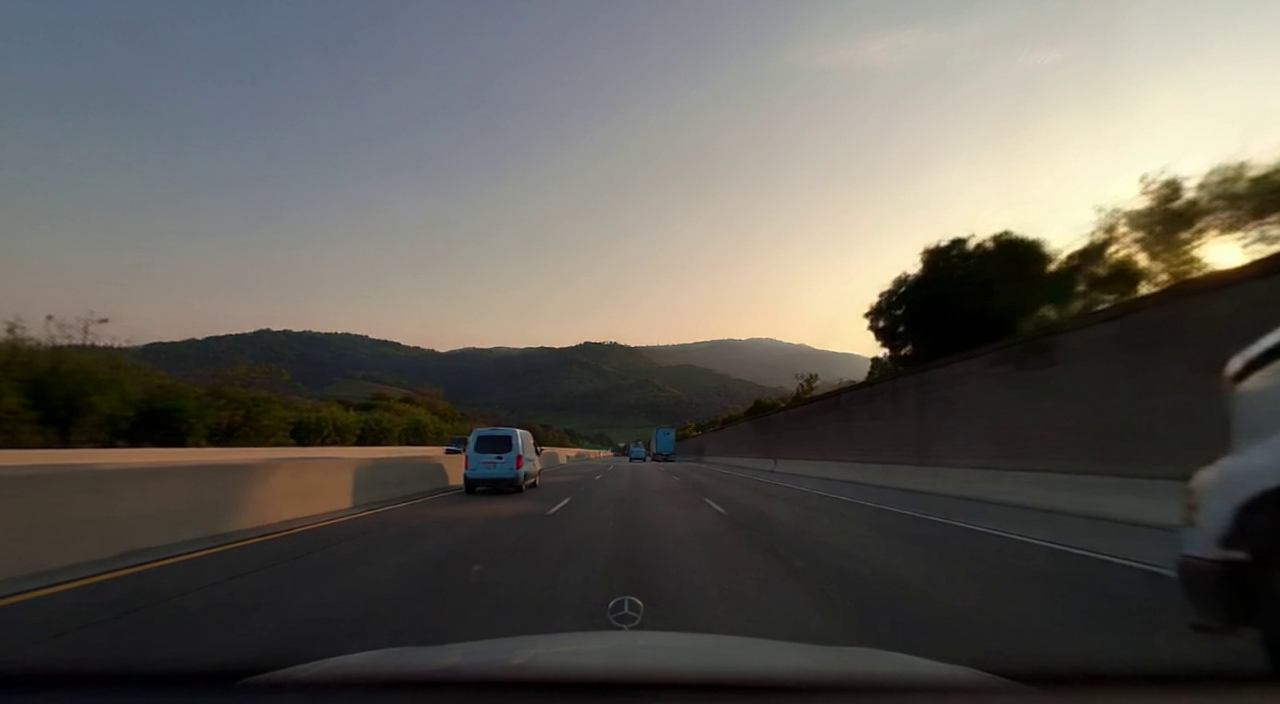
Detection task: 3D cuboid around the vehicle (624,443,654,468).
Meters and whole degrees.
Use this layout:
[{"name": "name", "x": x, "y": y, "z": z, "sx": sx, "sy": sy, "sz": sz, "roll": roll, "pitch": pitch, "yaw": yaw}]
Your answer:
[{"name": "vehicle", "x": -0.083, "y": 7.771, "z": 47.308, "sx": 2.166, "sy": 1.747, "sz": 4.299, "roll": 0, "pitch": -9, "yaw": 0}]

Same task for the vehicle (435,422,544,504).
[{"name": "vehicle", "x": -4.078, "y": 3.110, "z": 17.959, "sx": 1.955, "sy": 2.004, "sz": 4.792, "roll": 0, "pitch": -9, "yaw": 0}]
